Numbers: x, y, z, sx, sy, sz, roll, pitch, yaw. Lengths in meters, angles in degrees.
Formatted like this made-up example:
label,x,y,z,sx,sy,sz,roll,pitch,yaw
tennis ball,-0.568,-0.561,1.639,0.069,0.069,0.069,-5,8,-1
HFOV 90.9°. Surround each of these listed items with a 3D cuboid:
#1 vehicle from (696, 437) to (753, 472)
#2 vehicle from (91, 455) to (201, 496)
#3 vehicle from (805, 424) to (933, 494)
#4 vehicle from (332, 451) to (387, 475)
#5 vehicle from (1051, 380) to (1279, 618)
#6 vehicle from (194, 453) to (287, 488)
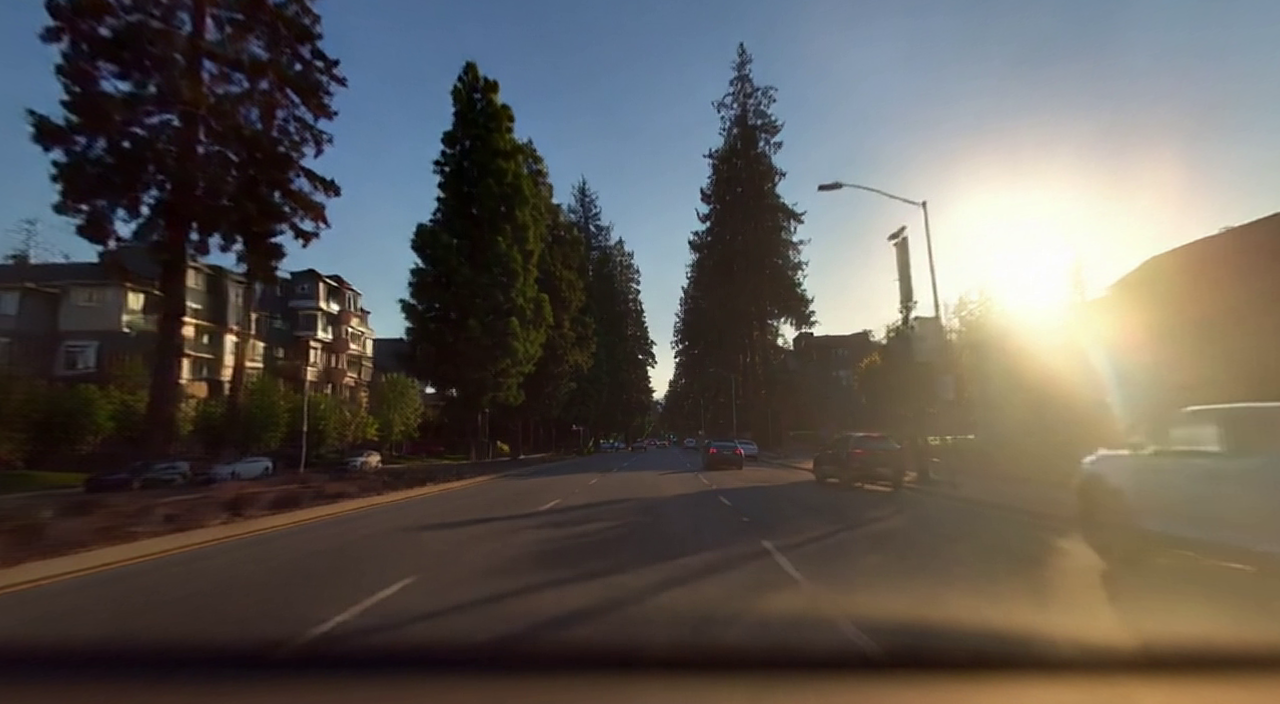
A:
label,x,y,z,sx,sy,sz,roll,pitch,yaw
vehicle,3.876,4.764,29.611,2.128,1.502,4.572,0,-8,1
vehicle,-22.271,5.537,28.606,1.780,1.573,3.881,-3,-8,1
vehicle,6.808,3.230,19.455,2.092,1.849,5.068,0,-8,1
vehicle,-21.555,8.508,48.674,1.883,1.671,4.779,0,-8,2
vehicle,6.395,1.217,5.111,2.213,1.949,5.907,1,-8,1
vehicle,-21.674,6.432,34.466,1.882,1.479,4.822,-6,-8,1
